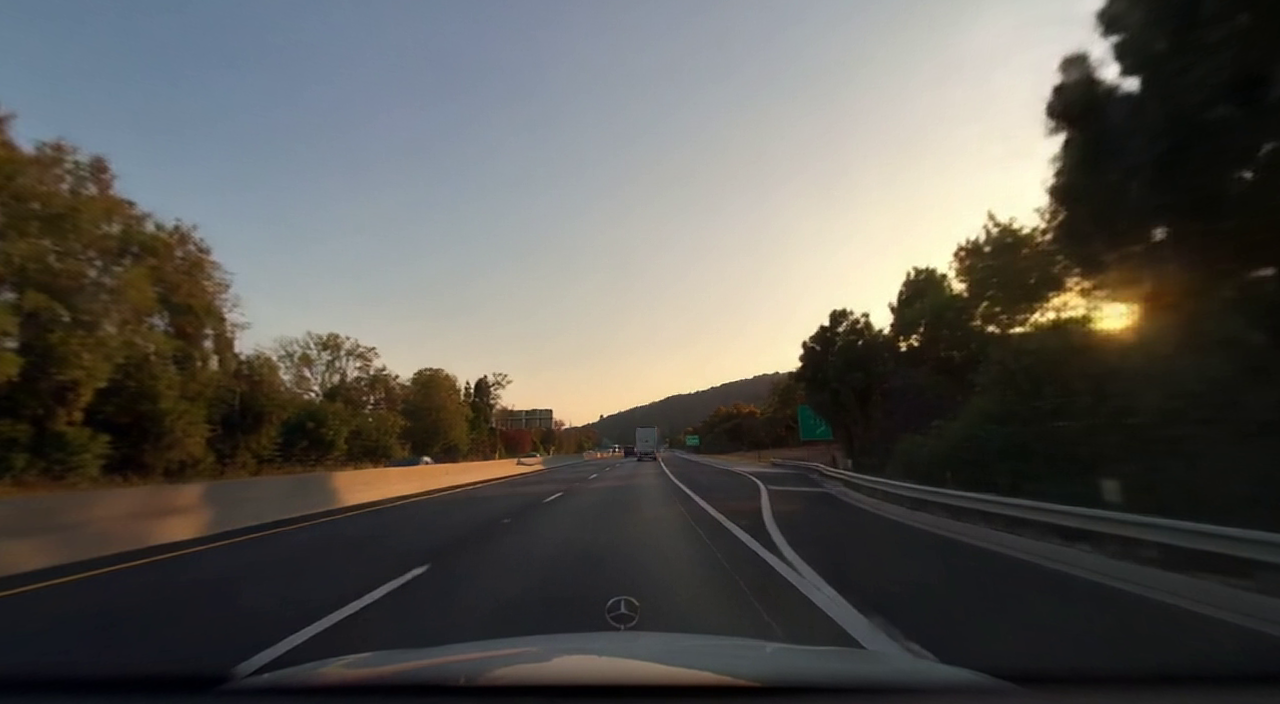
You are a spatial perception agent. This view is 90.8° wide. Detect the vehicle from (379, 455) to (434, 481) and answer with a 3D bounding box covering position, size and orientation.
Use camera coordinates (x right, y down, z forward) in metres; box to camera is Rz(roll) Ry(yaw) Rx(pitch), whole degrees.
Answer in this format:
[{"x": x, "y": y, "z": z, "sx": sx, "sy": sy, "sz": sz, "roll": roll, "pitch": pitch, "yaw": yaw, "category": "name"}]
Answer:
[{"x": -16.371, "y": 8.138, "z": 44.555, "sx": 1.955, "sy": 1.678, "sz": 5.003, "roll": 0, "pitch": -9, "yaw": 1, "category": "vehicle"}]
